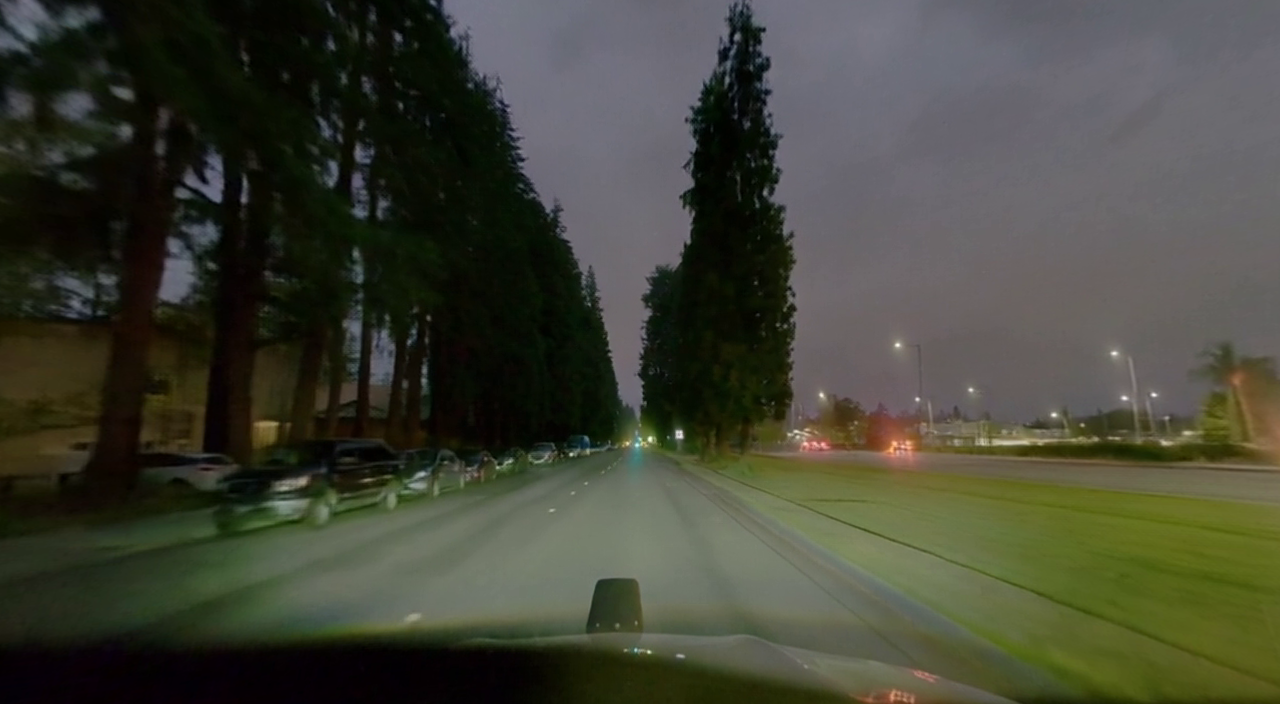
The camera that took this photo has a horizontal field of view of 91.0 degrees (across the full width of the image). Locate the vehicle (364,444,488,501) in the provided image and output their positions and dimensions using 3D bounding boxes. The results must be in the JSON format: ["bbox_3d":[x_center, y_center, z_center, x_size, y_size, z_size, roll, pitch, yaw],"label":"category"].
[{"bbox_3d":[-6.505,3.678,19.871,2.074,1.502,5.098,0,-8,0],"label":"vehicle"}]

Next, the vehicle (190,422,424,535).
[{"bbox_3d":[-6.501,2.516,13.211,2.020,1.842,5.116,1,-8,1],"label":"vehicle"}]

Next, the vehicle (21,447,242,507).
[{"bbox_3d":[-13.869,3.414,17.426,4.189,1.450,2.196,-1,-9,-1],"label":"vehicle"}]
